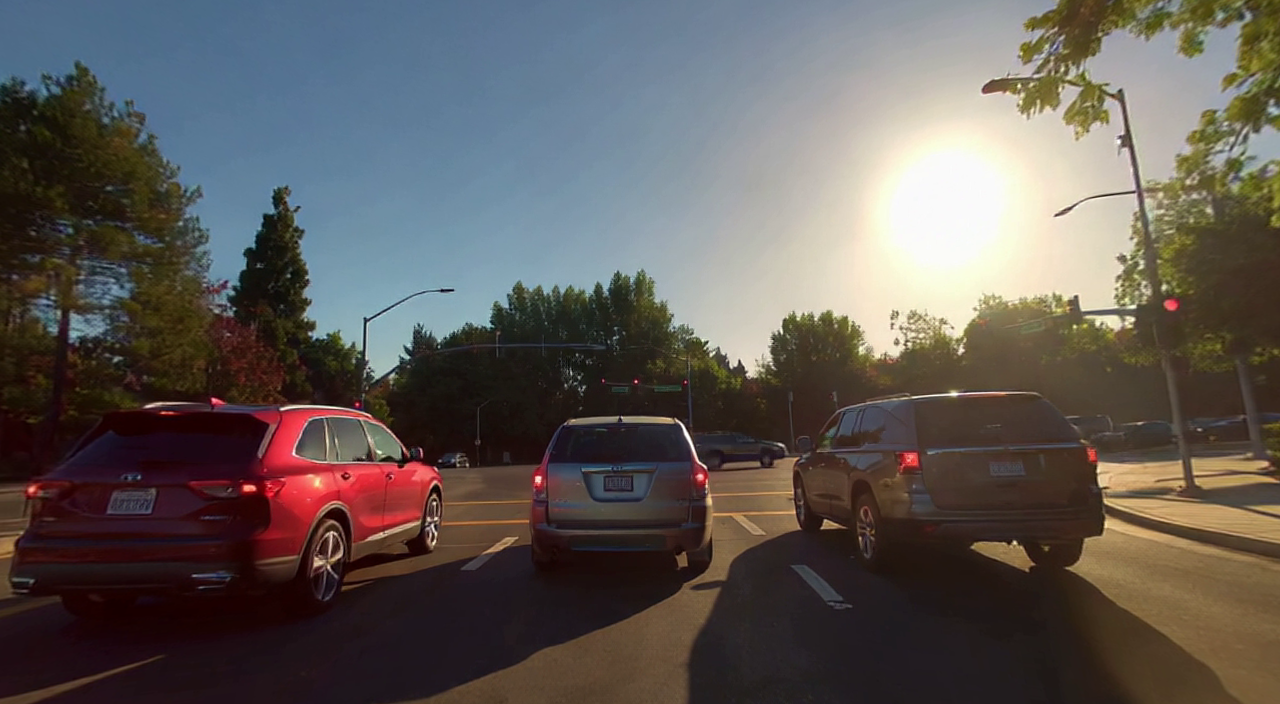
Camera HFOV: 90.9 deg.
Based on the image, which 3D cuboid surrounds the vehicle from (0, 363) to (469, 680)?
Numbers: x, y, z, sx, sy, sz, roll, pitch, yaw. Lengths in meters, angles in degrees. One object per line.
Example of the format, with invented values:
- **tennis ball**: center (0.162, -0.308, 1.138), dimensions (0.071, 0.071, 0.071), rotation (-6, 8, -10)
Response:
- **vehicle**: center (-3.271, 1.286, 5.891), dimensions (2.047, 1.810, 4.414), rotation (0, -8, 1)

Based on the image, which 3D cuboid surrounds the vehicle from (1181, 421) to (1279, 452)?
- **vehicle**: center (32.783, 4.656, 34.767), dimensions (4.175, 1.634, 1.877), rotation (1, -8, -4)

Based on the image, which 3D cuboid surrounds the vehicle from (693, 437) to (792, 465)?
- **vehicle**: center (5.652, 5.475, 34.853), dimensions (5.018, 1.435, 1.920), rotation (-5, -10, 31)

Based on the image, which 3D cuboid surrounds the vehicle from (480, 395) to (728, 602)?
- **vehicle**: center (-0.239, 1.513, 7.320), dimensions (2.067, 1.702, 3.987), rotation (0, -8, 2)

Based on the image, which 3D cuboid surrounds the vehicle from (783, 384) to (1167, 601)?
- **vehicle**: center (3.274, 1.485, 7.517), dimensions (2.083, 1.779, 4.532), rotation (0, -8, 0)
